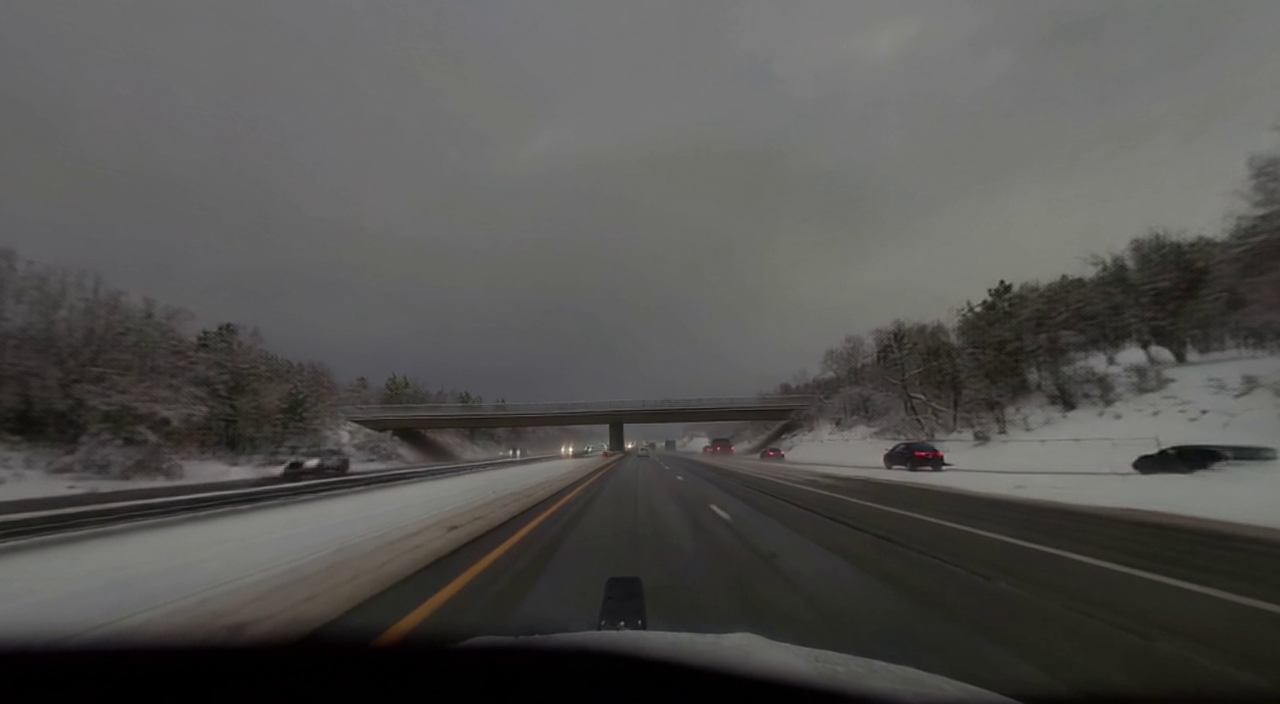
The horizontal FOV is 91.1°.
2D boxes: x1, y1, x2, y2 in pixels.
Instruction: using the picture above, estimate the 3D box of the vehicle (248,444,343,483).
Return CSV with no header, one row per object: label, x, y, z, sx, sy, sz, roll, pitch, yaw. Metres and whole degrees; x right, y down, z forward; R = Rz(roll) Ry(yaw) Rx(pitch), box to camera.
vehicle,-17.148,5.538,31.604,2.051,1.756,4.755,0,-8,0
